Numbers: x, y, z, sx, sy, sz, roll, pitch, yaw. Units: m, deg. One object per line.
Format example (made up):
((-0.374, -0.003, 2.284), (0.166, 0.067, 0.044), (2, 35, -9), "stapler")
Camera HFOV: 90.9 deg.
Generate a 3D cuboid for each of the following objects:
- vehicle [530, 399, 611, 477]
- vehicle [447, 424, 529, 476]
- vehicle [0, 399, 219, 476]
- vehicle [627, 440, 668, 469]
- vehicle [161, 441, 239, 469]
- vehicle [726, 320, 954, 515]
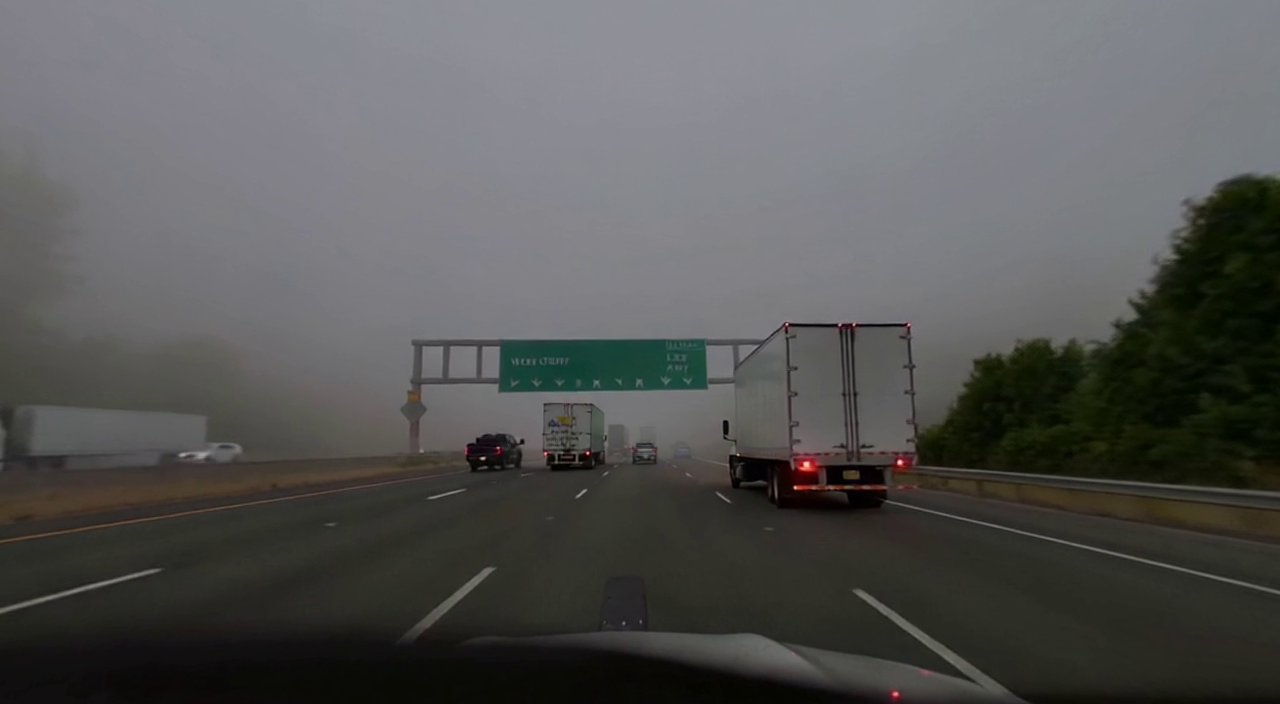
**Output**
((-3.042, 4.095, 29.760), (2.745, 3.156, 7.608), (0, -8, 2), "vehicle")
((-6.944, 4.582, 29.585), (2.322, 2.195, 5.556), (0, -8, 1), "vehicle")
((-35.305, 5.825, 42.263), (2.870, 4.177, 16.369), (0, -8, 1), "vehicle")
((0.424, 5.596, 34.533), (2.105, 1.502, 4.068), (0, -8, 1), "vehicle")
((-31.131, 7.298, 44.793), (1.993, 1.892, 4.736), (0, -8, 1), "vehicle")
((4.047, 1.698, 15.064), (2.895, 3.484, 7.631), (0, -8, 0), "vehicle")
